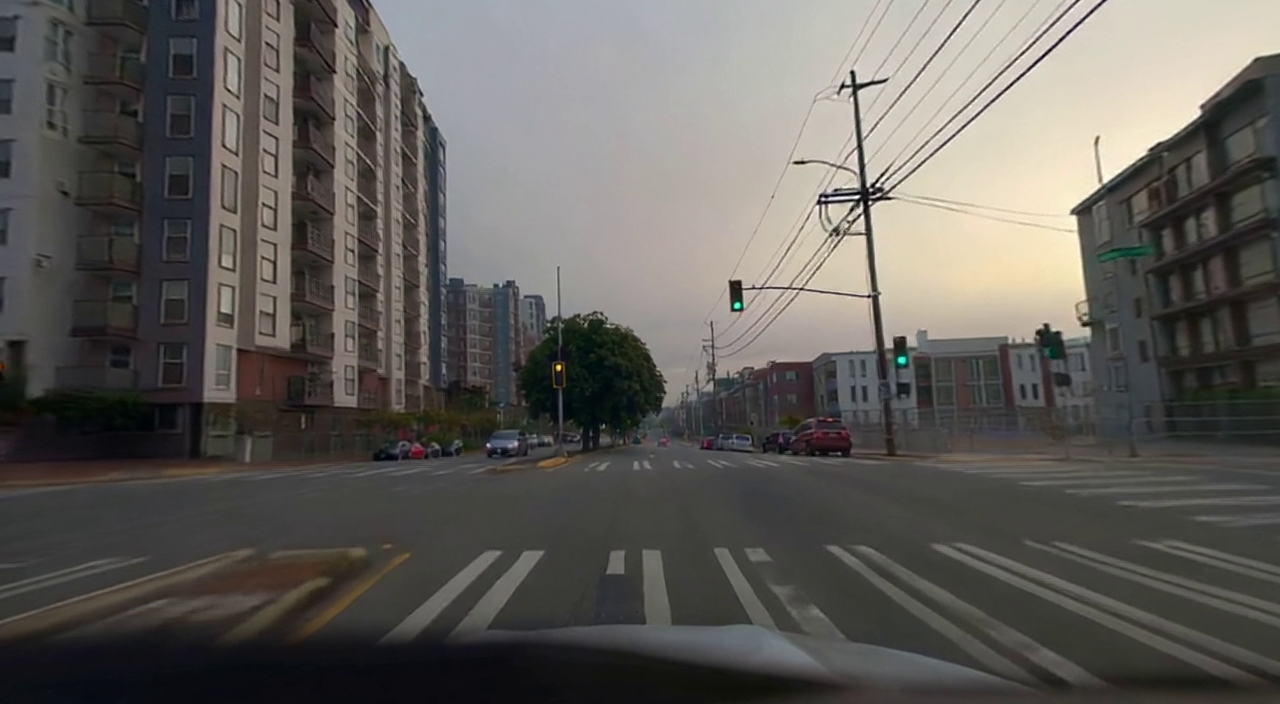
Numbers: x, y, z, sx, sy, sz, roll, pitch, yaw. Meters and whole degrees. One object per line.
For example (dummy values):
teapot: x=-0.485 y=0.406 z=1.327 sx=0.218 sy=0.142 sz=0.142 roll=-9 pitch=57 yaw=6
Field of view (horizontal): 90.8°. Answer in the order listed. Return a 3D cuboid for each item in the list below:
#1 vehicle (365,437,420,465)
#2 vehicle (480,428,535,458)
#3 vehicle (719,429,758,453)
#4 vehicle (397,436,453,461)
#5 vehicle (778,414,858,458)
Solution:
vehicle: x=-14.886 y=5.917 z=38.184 sx=1.879 sy=1.507 sz=3.745 roll=0 pitch=-6 yaw=-2
vehicle: x=-7.471 y=5.165 z=36.046 sx=2.180 sy=1.608 sz=4.321 roll=0 pitch=-8 yaw=0
vehicle: x=7.297 y=6.662 z=47.424 sx=2.143 sy=1.731 sz=4.781 roll=0 pitch=-8 yaw=0
vehicle: x=-14.886 y=6.708 z=44.014 sx=2.124 sy=1.626 sz=4.908 roll=0 pitch=-8 yaw=1
vehicle: x=7.414 y=3.578 z=26.864 sx=1.996 sy=1.704 sz=4.490 roll=0 pitch=-8 yaw=-1
